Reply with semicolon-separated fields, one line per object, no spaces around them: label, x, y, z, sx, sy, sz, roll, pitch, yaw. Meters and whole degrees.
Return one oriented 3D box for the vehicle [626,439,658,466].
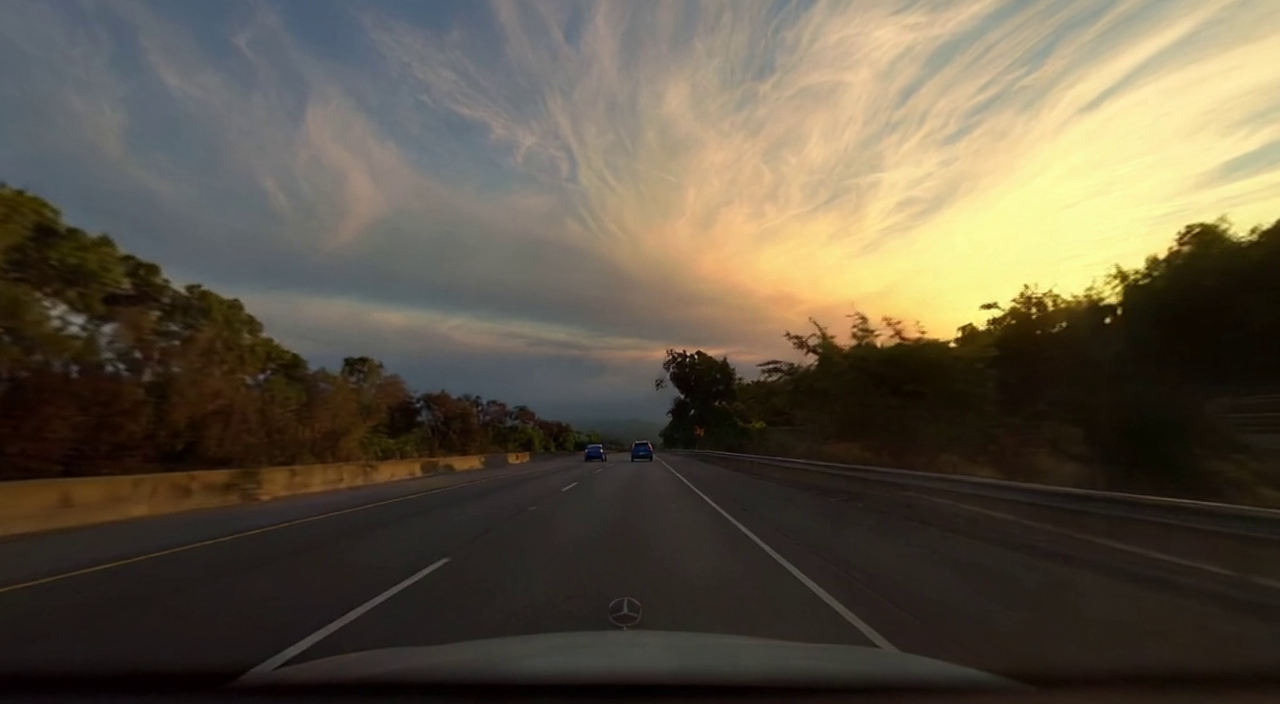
vehicle;0.106;6.963;43.752;2.126;1.786;3.958;0;-9;0
